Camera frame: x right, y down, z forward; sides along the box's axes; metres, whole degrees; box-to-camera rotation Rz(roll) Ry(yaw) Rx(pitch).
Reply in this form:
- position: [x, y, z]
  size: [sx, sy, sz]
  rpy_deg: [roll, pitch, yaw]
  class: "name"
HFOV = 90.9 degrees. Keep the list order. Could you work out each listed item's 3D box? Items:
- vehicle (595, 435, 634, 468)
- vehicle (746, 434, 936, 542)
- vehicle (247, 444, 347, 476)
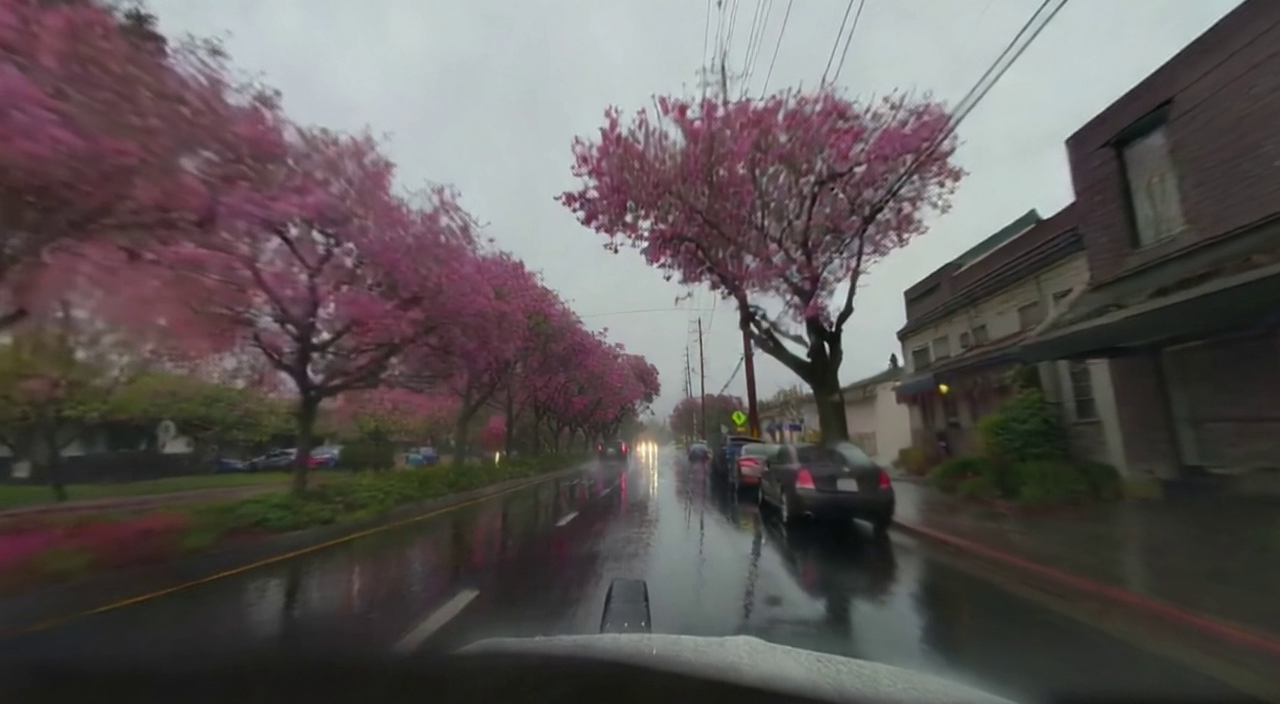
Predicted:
- position: [-1.593, 6.507, 41.275]
  size: [2.202, 1.961, 4.980]
  rpy_deg: [0, -9, 2]
  class: "vehicle"
- position: [3.249, 2.290, 11.326]
  size: [1.985, 1.500, 4.654]
  rpy_deg: [0, -9, 1]
  class: "vehicle"
- position: [-21.938, 6.924, 40.577]
  size: [5.252, 1.925, 2.061]
  rpy_deg: [3, -9, -19]
  class: "vehicle"
